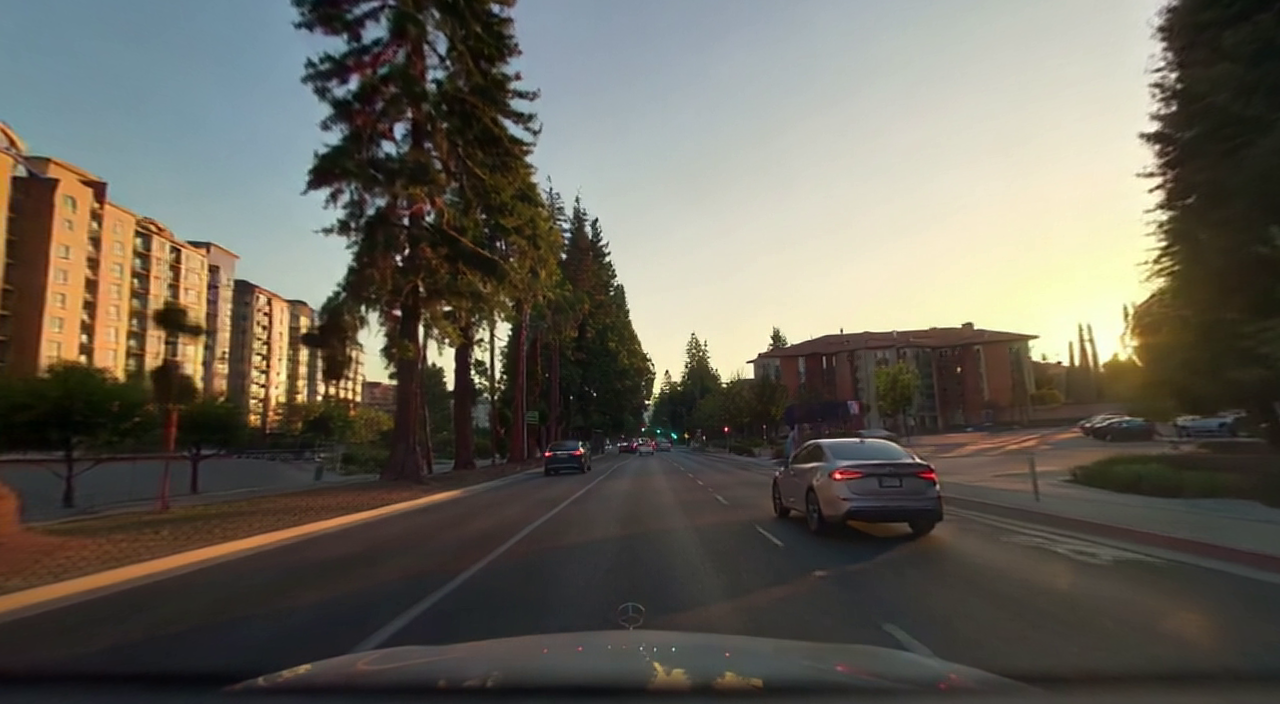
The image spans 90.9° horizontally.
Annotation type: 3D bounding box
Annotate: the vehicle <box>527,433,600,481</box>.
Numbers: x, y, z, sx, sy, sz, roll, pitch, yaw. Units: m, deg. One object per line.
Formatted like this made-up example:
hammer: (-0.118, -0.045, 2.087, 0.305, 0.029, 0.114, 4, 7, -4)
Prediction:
vehicle: (-3.103, 4.397, 26.755, 2.216, 1.828, 4.886, -1, -8, 3)

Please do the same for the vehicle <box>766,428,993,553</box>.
vehicle: (3.402, 2.038, 10.020, 1.945, 1.530, 4.320, 0, -8, 1)
